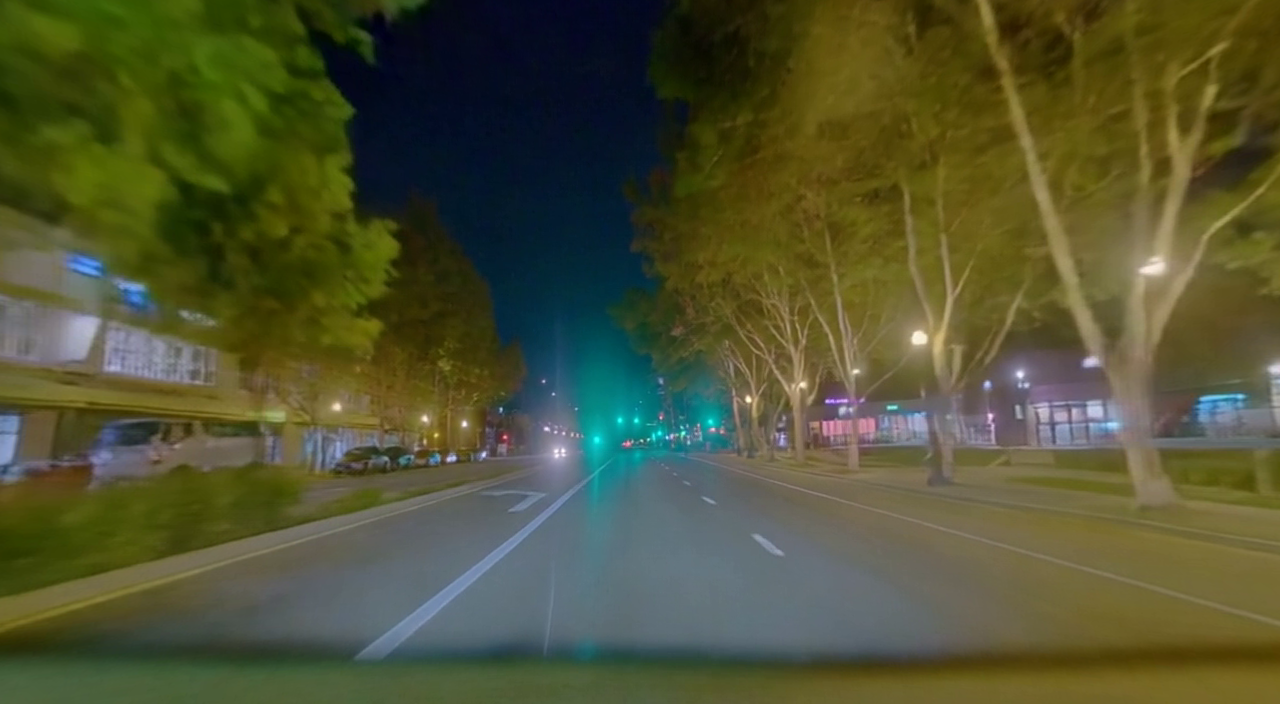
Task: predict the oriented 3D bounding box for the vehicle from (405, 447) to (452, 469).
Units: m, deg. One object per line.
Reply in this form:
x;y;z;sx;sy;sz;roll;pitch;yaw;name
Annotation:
-15.519;7.775;46.559;1.776;1.468;5.089;0;-8;-1;vehicle

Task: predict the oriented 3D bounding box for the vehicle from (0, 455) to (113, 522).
-15.510;3.198;14.886;1.929;1.471;4.919;0;-8;0;vehicle

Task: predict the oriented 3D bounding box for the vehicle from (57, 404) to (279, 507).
-15.426;3.468;21.487;2.335;2.896;6.785;-1;-9;-1;vehicle

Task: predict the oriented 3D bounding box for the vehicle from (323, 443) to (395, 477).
-15.601;6.006;35.374;1.950;1.749;5.006;0;-8;-3;vehicle
